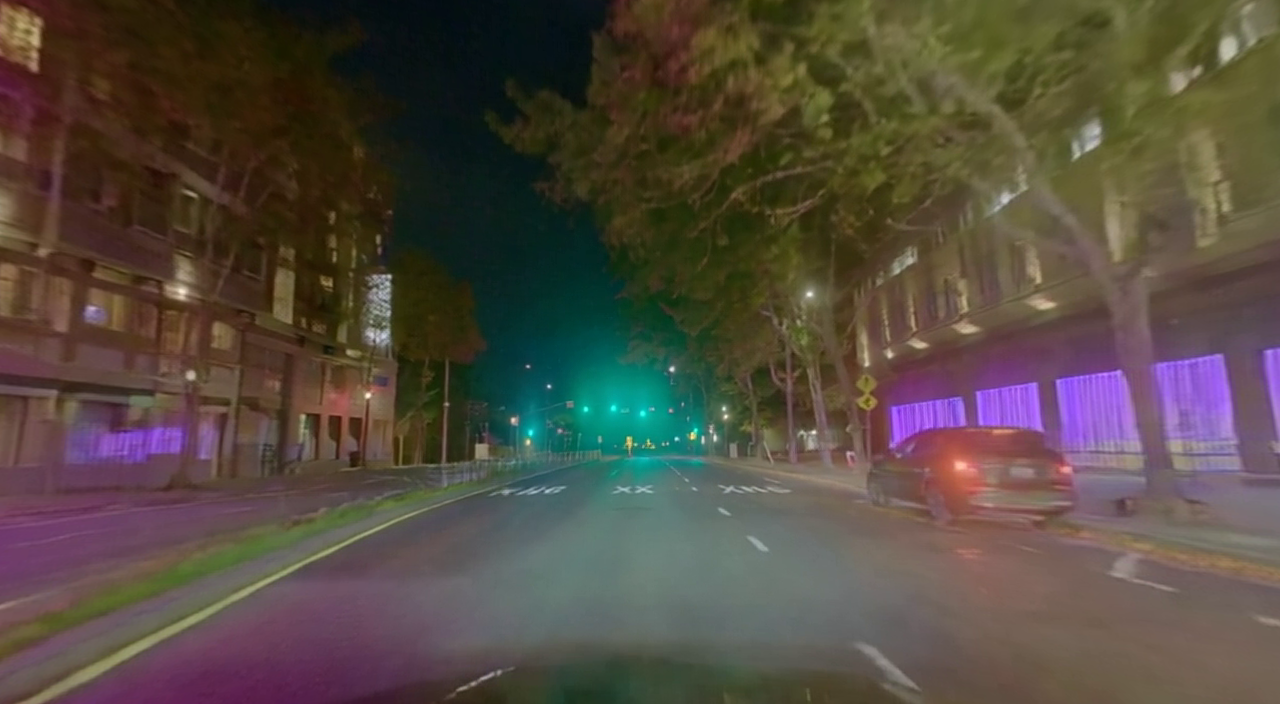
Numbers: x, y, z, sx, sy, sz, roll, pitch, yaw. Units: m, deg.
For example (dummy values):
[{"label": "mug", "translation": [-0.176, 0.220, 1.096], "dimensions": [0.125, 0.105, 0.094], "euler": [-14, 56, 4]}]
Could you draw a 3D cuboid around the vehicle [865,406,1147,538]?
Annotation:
[{"label": "vehicle", "translation": [6.221, 2.108, 11.680], "dimensions": [2.112, 1.894, 4.910], "euler": [0, -8, -2]}]
